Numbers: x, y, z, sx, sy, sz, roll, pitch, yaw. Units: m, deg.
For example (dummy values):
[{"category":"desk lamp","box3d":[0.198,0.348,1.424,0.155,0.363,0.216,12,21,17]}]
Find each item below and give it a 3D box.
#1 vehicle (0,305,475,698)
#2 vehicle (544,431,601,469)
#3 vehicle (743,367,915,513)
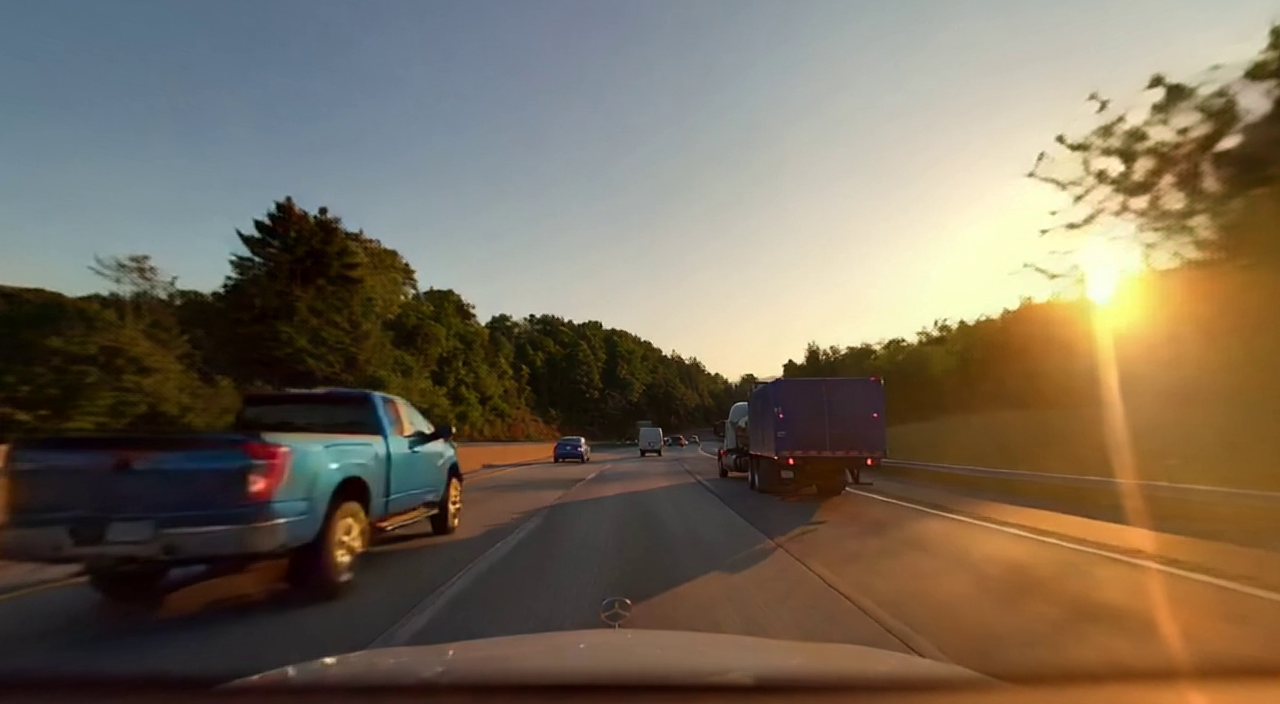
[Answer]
[{"category":"vehicle","box3d":[-3.211,1.052,5.609,2.204,1.991,4.720,0,-8,0]},{"category":"vehicle","box3d":[-2.988,4.408,28.729,2.008,1.588,4.147,0,-8,1]},{"category":"vehicle","box3d":[3.669,1.819,13.198,2.256,2.568,4.049,0,-8,-1]}]
